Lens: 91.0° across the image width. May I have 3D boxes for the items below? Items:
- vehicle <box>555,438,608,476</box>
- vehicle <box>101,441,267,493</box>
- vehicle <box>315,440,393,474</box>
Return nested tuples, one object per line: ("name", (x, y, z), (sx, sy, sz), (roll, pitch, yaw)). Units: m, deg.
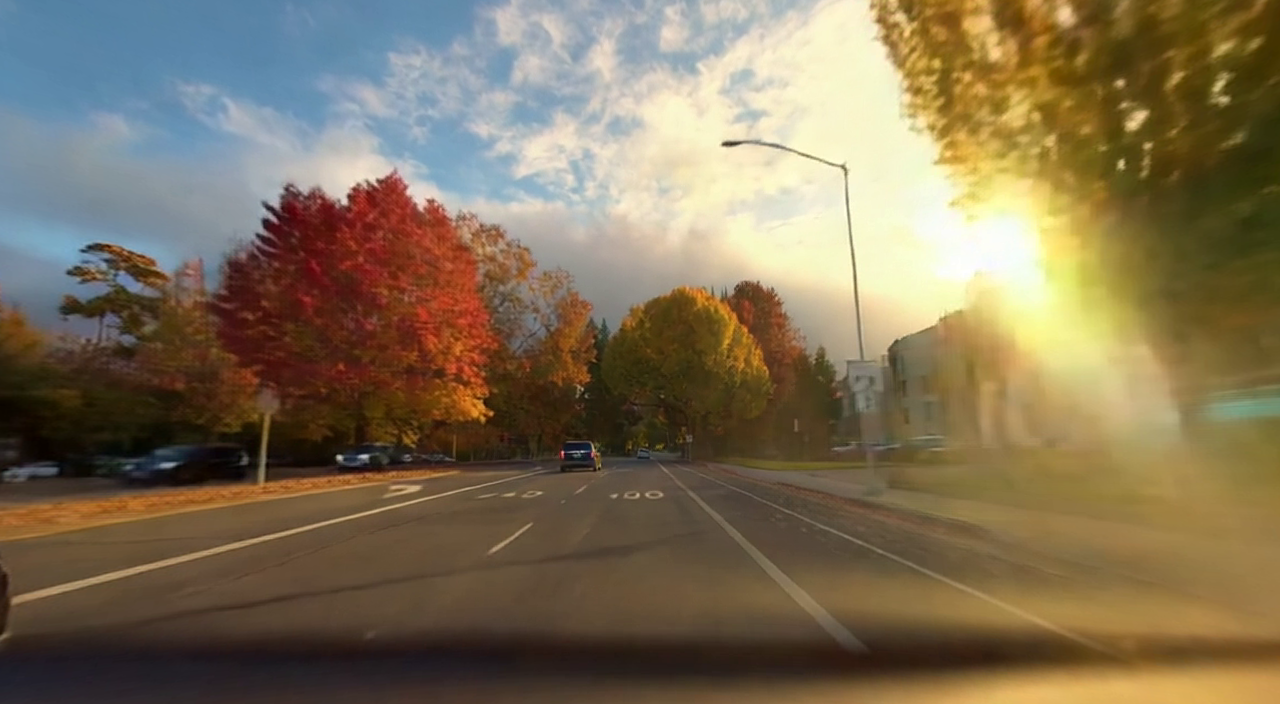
("vehicle", (-2.897, 5.349, 32.167), (2.112, 1.779, 4.489), (0, -9, 2))
("vehicle", (-14.683, 3.718, 20.695), (1.893, 1.491, 4.711), (0, -9, 0))
("vehicle", (-17.782, 6.555, 39.528), (2.285, 1.919, 5.335), (0, -9, 1))
